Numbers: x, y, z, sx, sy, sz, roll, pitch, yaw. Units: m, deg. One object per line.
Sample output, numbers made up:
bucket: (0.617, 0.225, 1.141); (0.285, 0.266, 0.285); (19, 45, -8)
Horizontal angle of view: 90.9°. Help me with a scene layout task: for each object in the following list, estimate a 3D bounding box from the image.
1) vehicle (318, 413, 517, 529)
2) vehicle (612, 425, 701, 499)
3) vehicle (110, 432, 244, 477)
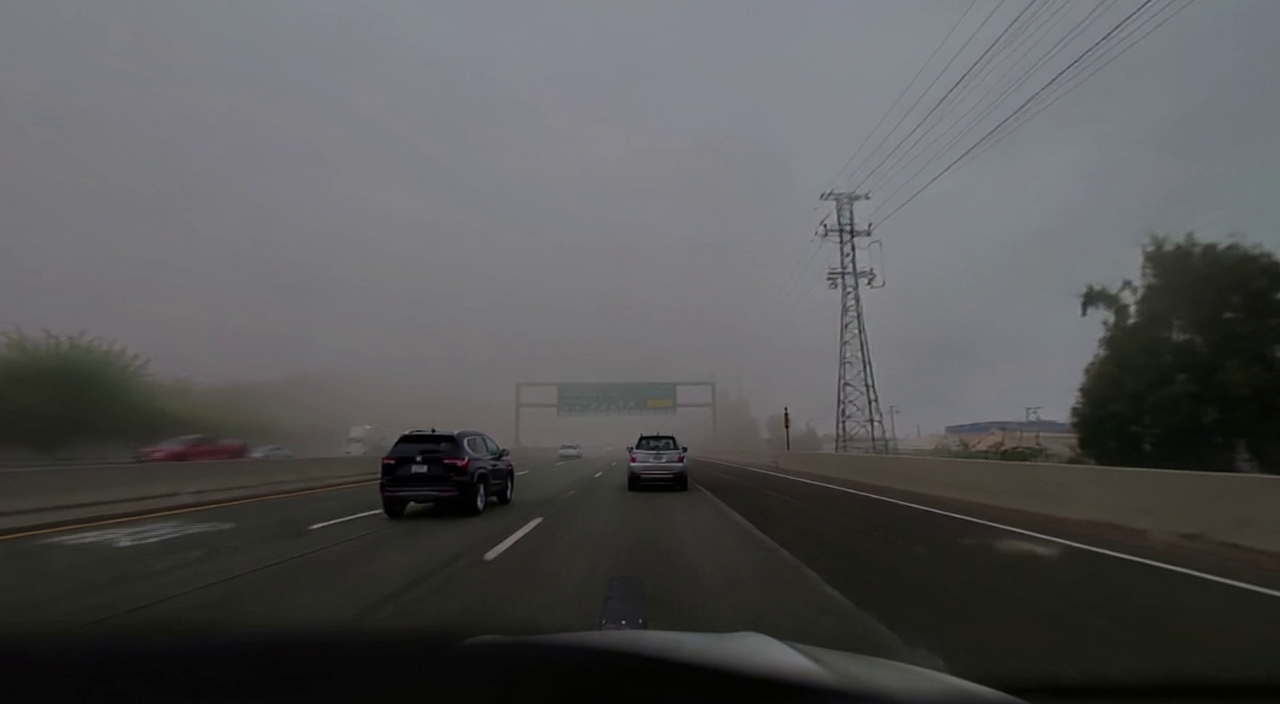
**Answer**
vehicle: (-3.870, 2.162, 11.992); (2.125, 1.764, 4.393); (0, -8, 1)
vehicle: (0.416, 2.926, 17.101); (2.134, 1.733, 4.049); (0, -8, 1)
vehicle: (-22.312, 4.957, 30.801); (2.412, 1.982, 5.458); (0, -8, -1)
